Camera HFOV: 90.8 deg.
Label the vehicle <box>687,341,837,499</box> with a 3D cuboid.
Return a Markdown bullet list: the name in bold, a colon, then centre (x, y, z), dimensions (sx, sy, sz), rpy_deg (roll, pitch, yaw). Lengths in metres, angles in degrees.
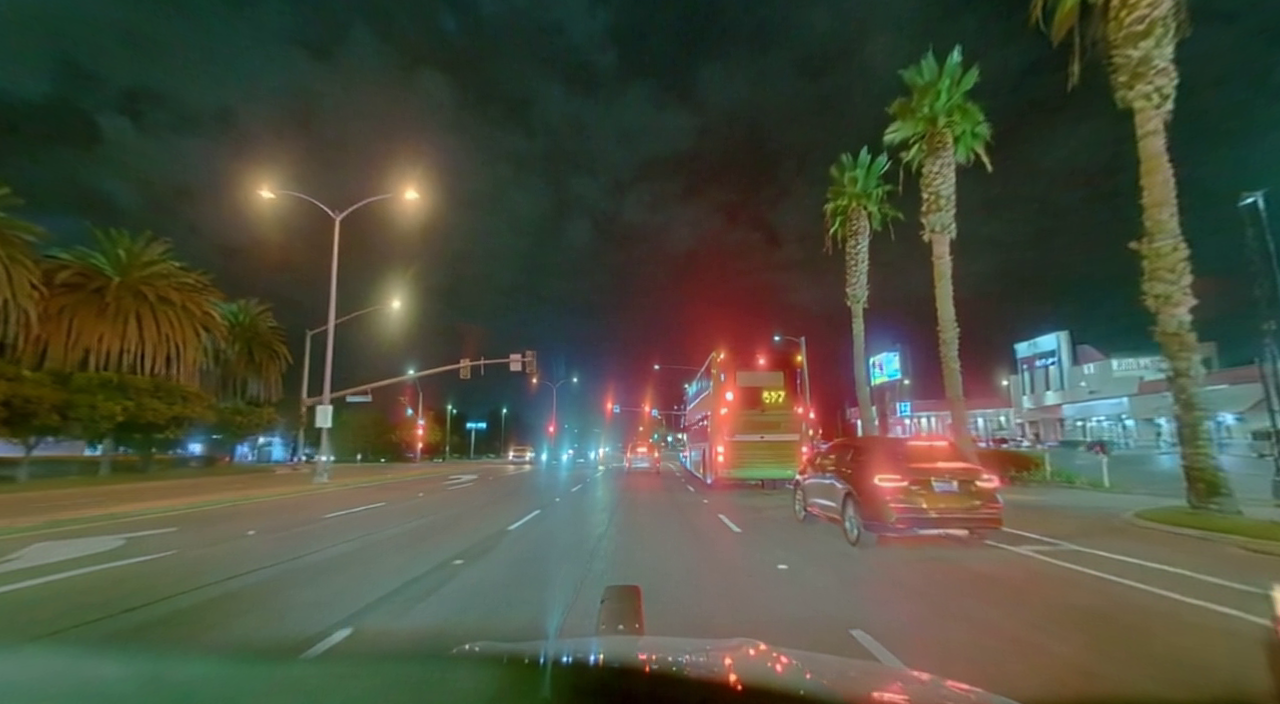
- **vehicle**: centre (3.594, 2.719, 22.944), dimensions (2.970, 4.015, 13.606), rpy_deg (0, -9, 1)

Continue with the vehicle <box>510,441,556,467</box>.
- **vehicle**: centre (-6.728, 6.467, 40.207), dimensions (1.927, 1.480, 4.832), rpy_deg (-1, -9, 2)

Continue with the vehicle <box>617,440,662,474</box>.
- **vehicle**: centre (0.008, 5.043, 30.446), dimensions (2.060, 1.499, 3.831), rpy_deg (0, -9, 1)

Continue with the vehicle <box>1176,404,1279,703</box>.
- **vehicle**: centre (3.348, 0.640, 0.333), dimensions (2.063, 1.483, 4.620), rpy_deg (0, -9, 0)

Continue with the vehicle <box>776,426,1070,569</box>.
- **vehicle**: centre (3.613, 1.951, 9.409), dimensions (1.965, 1.519, 5.078), rpy_deg (0, -9, -1)

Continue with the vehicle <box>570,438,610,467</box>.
- **vehicle**: centre (-3.125, 6.376, 40.324), dimensions (2.020, 1.721, 4.366), rpy_deg (0, -9, 2)
